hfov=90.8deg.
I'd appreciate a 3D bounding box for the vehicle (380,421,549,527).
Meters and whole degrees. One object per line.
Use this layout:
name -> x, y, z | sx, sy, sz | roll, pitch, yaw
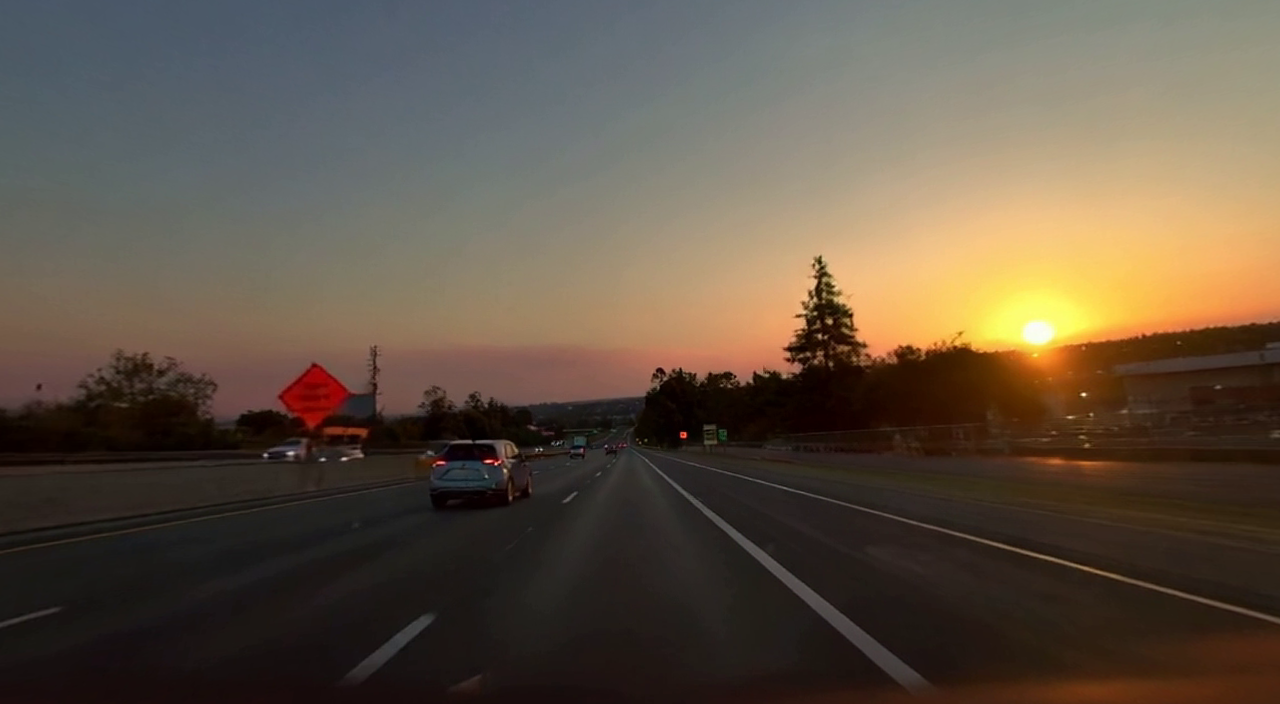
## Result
vehicle -> -3.199, 2.330, 12.587 | 2.103, 1.715, 4.371 | 0, -9, 0
